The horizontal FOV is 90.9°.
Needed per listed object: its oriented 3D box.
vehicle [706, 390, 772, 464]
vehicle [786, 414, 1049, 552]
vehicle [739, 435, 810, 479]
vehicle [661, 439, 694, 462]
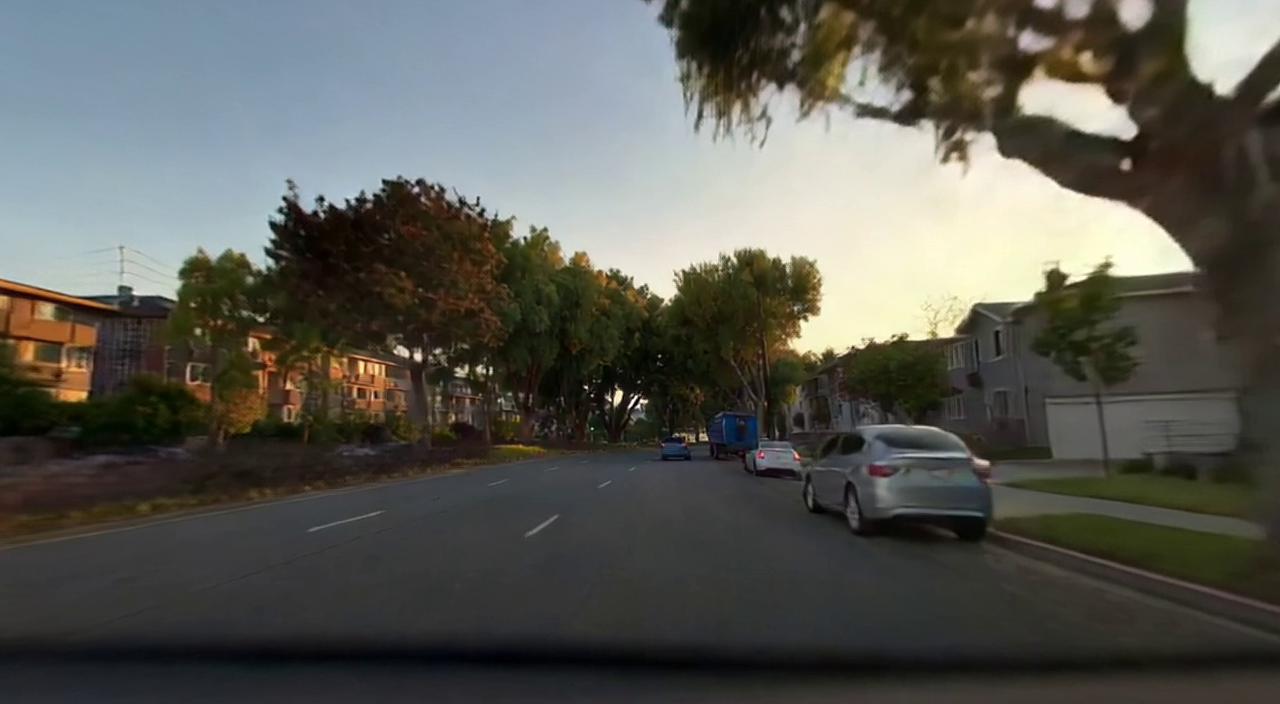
[{"bbox_3d":[6.104,5.054,41.200,3.157,3.982,13.307,-1,-8,5],"label":"vehicle"},{"bbox_3d":[3.916,1.933,10.061,2.121,1.659,4.675,-1,-8,1],"label":"vehicle"},{"bbox_3d":[4.937,3.907,23.750,1.884,1.472,4.650,-1,-8,3],"label":"vehicle"},{"bbox_3d":[2.393,6.168,39.697,1.871,1.370,4.206,-1,-8,6],"label":"vehicle"}]
